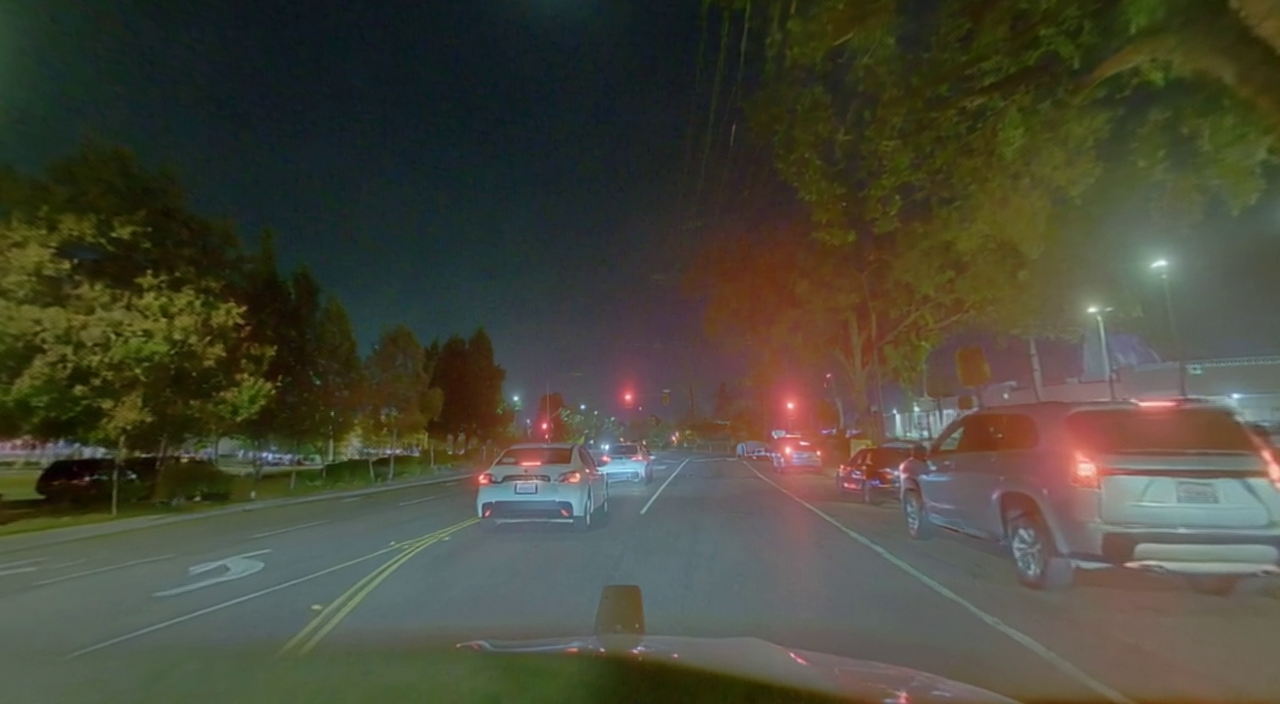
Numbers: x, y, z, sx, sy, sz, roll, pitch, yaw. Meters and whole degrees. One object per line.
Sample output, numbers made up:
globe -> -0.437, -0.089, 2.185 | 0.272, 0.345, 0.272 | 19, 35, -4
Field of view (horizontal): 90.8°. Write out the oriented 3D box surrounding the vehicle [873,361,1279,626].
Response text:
vehicle -> 4.787, 1.427, 7.444 | 2.324, 1.907, 5.634 | -1, -8, 5

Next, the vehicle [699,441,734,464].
vehicle -> 5.029, 6.647, 41.908 | 2.095, 1.473, 4.301 | -1, -8, 5

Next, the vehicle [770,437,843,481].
vehicle -> 6.151, 3.988, 23.862 | 1.910, 1.493, 4.490 | -1, -8, 5

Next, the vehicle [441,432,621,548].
vehicle -> -1.512, 2.128, 10.515 | 1.968, 1.497, 4.286 | -1, -8, 4

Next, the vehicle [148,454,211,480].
vehicle -> -26.595, 6.607, 36.484 | 3.527, 1.390, 1.681 | -6, -10, 33

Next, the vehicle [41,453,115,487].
vehicle -> -27.622, 5.752, 31.036 | 3.865, 1.499, 1.804 | -6, -10, 36

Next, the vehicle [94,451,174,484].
vehicle -> -27.172, 6.159, 33.918 | 4.127, 1.583, 1.978 | -5, -10, 32
